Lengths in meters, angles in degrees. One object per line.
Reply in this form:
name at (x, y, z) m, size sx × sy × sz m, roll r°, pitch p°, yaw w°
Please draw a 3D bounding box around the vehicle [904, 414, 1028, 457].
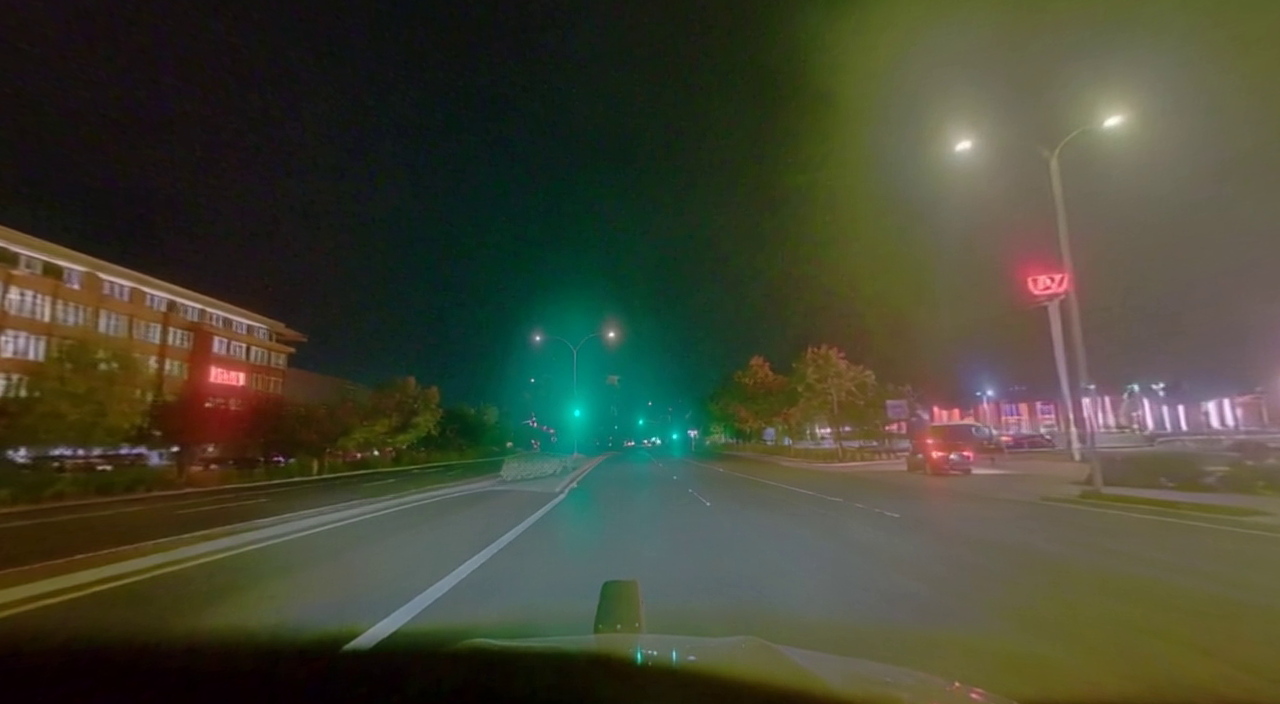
vehicle at (19.800, 5.106, 38.421) m, size 6.174 × 2.496 × 2.349 m, roll 0°, pitch -8°, yaw -2°
